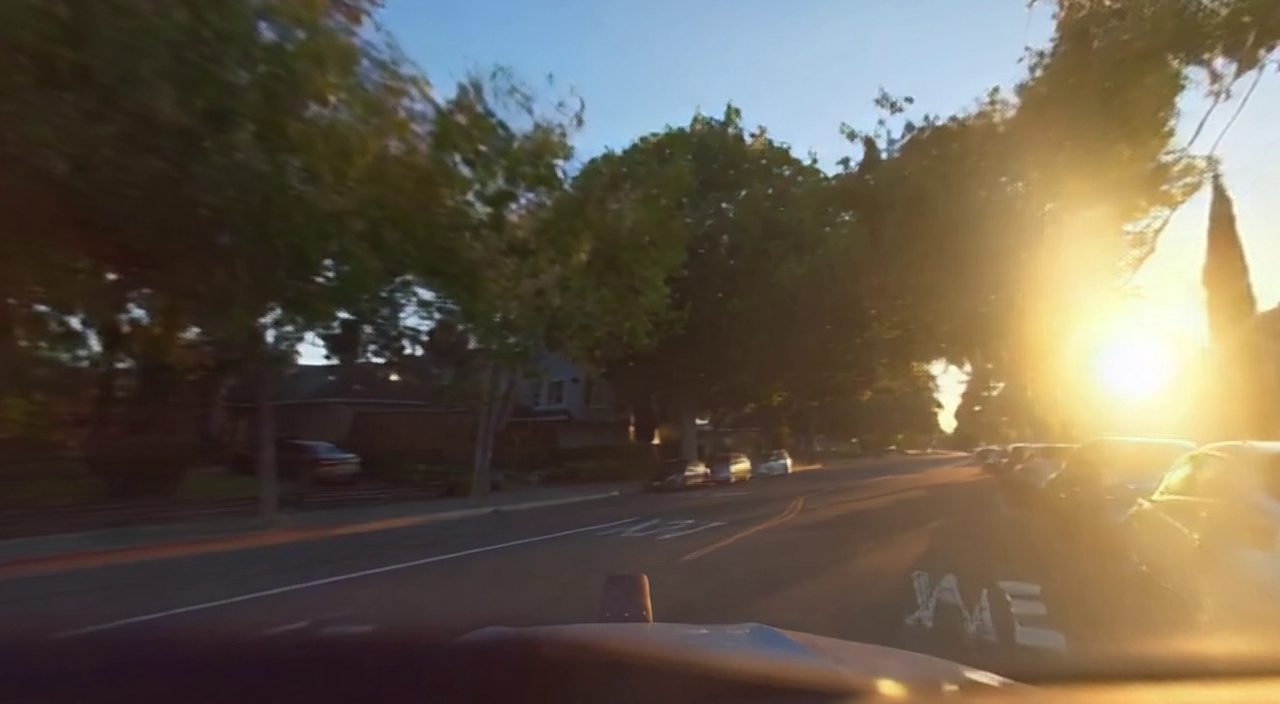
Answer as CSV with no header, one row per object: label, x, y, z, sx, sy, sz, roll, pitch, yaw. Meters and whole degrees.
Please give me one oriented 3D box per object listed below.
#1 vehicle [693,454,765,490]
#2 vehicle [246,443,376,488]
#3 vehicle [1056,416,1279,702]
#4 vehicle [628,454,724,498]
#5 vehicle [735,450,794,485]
vehicle,4.227,5.545,29.412,1.948,1.477,4.518,-6,-10,25
vehicle,-12.739,4.331,24.419,4.554,1.595,2.028,-4,-10,25
vehicle,5.350,1.479,5.470,2.315,1.668,4.425,-4,-10,27
vehicle,1.486,4.631,23.921,1.963,1.470,4.671,-5,-10,25
vehicle,6.935,6.311,34.691,1.973,1.755,4.528,-5,-10,26
